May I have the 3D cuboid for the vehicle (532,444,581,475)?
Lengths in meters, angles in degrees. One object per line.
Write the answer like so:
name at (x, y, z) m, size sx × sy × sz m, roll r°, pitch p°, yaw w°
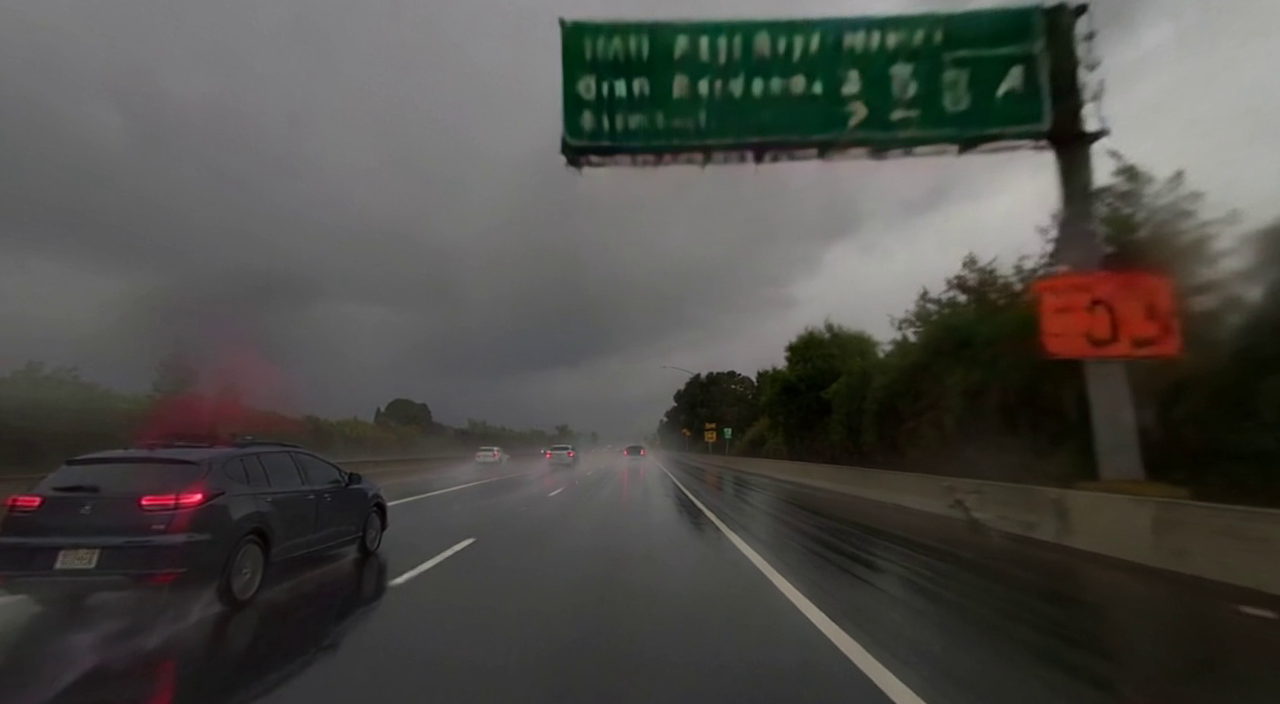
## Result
vehicle at (-4.210, 5.476, 32.174) m, size 1.988 × 1.477 × 4.118 m, roll 0°, pitch -9°, yaw 0°

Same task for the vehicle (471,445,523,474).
vehicle at (-7.909, 5.959, 35.007) m, size 1.936 × 1.516 × 3.904 m, roll 0°, pitch -9°, yaw 0°

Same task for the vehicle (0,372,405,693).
vehicle at (-4.128, 1.359, 5.861) m, size 2.074 × 1.779 × 4.588 m, roll 0°, pitch -9°, yaw 0°

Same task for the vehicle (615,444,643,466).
vehicle at (-0.779, 7.627, 46.476) m, size 2.023 × 1.479 × 3.718 m, roll 0°, pitch -9°, yaw 0°
